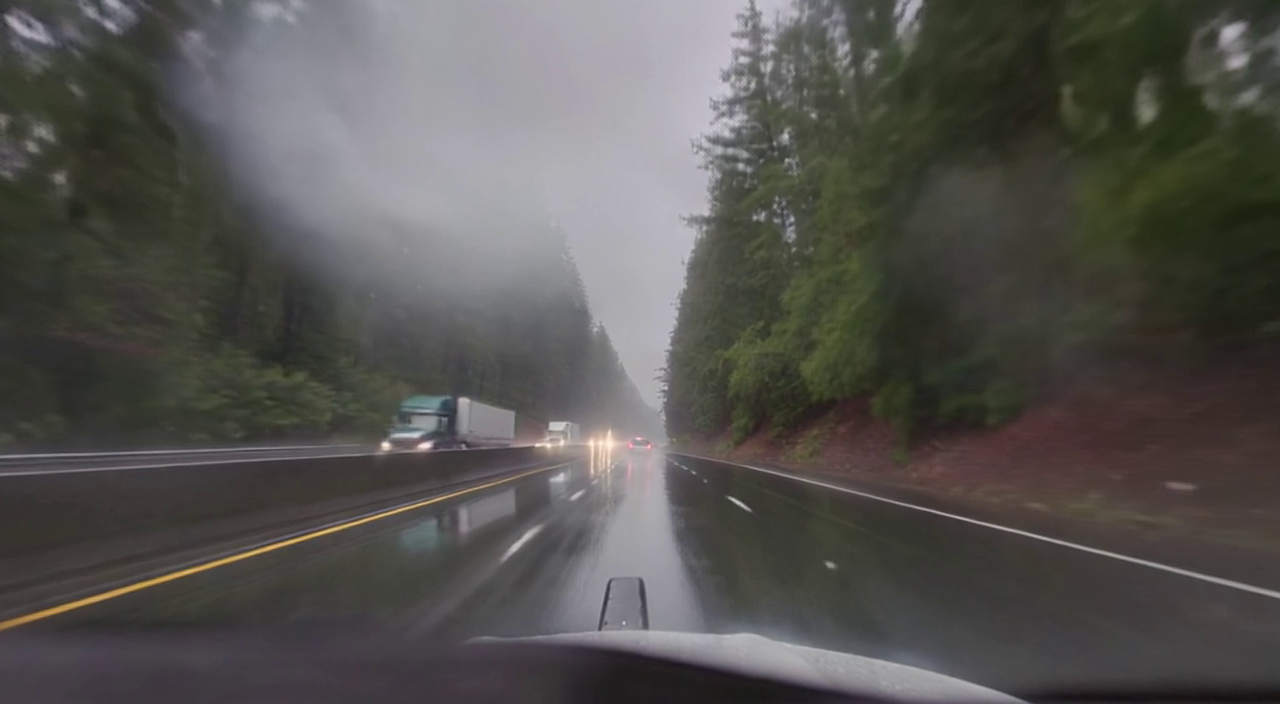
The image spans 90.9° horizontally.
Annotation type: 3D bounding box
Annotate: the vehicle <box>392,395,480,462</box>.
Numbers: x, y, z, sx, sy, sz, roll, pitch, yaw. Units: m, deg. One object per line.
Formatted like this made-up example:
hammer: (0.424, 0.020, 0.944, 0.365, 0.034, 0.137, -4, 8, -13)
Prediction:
vehicle: (-13.323, 5.189, 42.125, 3.009, 4.018, 8.498, 0, -8, 0)
